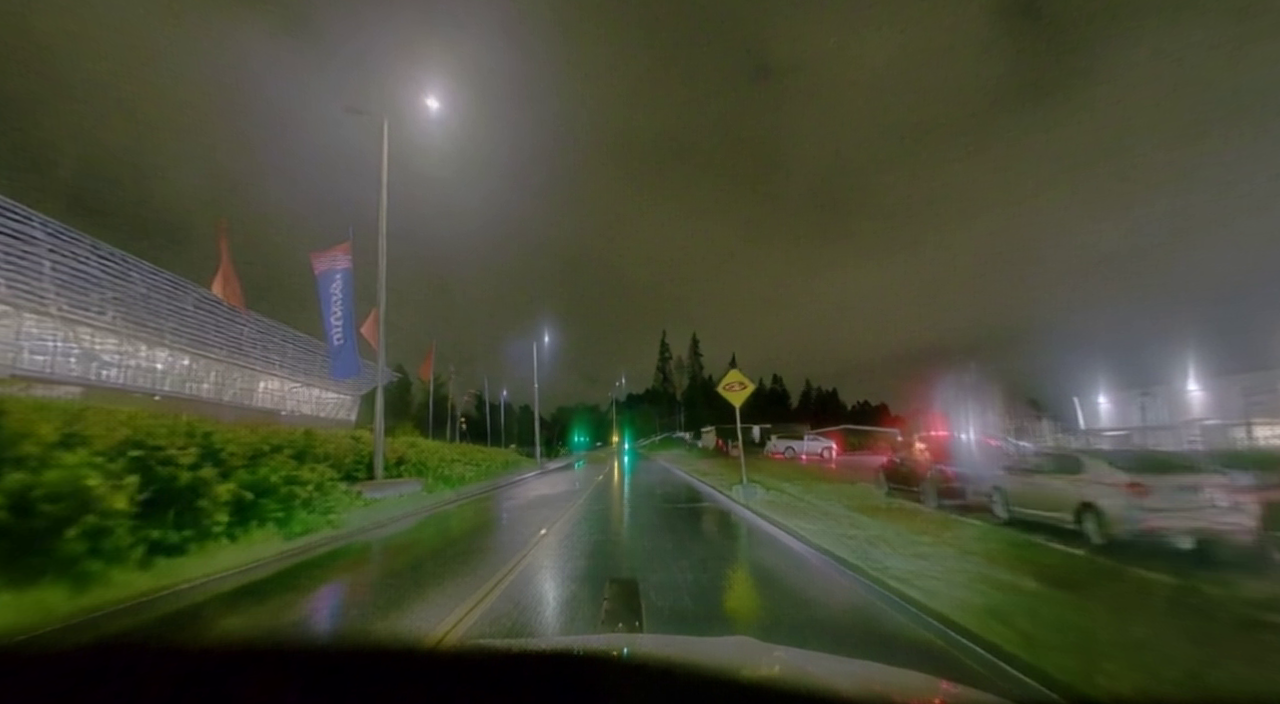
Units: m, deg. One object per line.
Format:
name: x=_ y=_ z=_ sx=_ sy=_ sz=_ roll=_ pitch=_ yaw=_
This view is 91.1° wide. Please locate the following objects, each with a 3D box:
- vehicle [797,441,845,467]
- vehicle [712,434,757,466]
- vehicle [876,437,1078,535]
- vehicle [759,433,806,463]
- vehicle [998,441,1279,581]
vehicle: x=11.050 y=6.264 z=38.539 sx=1.819 sy=1.494 sz=3.834 roll=0 pitch=-9 yaw=1
vehicle: x=5.754 y=6.051 z=38.956 sx=1.977 sy=1.860 sz=4.237 roll=0 pitch=-9 yaw=-2
vehicle: x=7.023 y=2.760 z=13.747 sx=1.961 sy=1.648 sz=4.260 roll=-1 pitch=-7 yaw=-1
vehicle: x=8.551 y=5.829 z=38.111 sx=1.924 sy=1.713 sz=4.627 roll=-1 pitch=-9 yaw=2
vehicle: x=7.313 y=2.042 z=8.931 sx=1.909 sy=1.496 sz=4.079 roll=0 pitch=-9 yaw=-2
